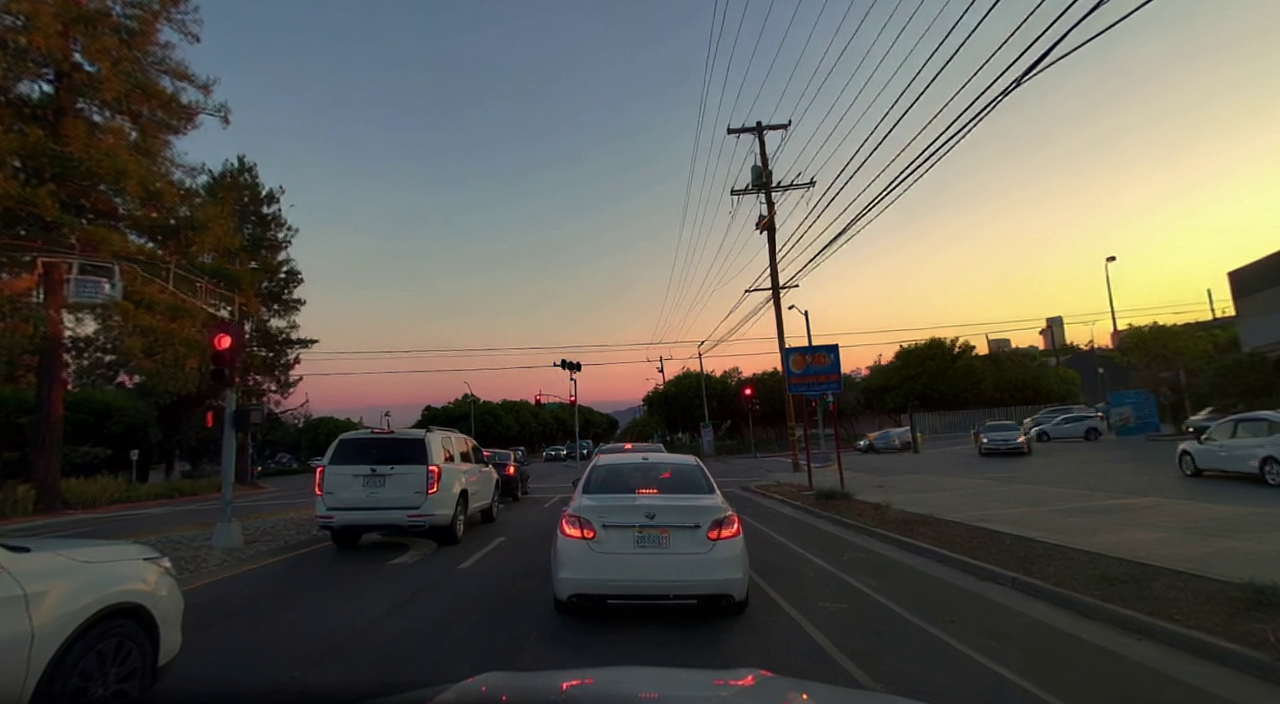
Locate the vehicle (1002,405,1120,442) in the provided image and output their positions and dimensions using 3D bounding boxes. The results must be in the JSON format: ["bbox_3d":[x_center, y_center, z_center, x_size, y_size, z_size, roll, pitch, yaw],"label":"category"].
[{"bbox_3d":[26.852,4.634,40.509,5.782,2.286,2.223,-1,-9,4],"label":"vehicle"}]

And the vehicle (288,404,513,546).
[{"bbox_3d":[-3.848,2.086,11.372,2.147,1.963,4.927,0,-8,-1],"label":"vehicle"}]

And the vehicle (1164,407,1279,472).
[{"bbox_3d":[17.014,2.548,18.279,1.858,1.622,4.491,-5,-10,28],"label":"vehicle"}]

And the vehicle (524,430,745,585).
[{"bbox_3d":[-0.099,1.801,8.143,2.121,1.474,3.968,0,-8,-1],"label":"vehicle"}]

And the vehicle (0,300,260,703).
[{"bbox_3d":[-3.587,0.636,1.530,2.085,1.943,5.053,0,-8,1],"label":"vehicle"}]
